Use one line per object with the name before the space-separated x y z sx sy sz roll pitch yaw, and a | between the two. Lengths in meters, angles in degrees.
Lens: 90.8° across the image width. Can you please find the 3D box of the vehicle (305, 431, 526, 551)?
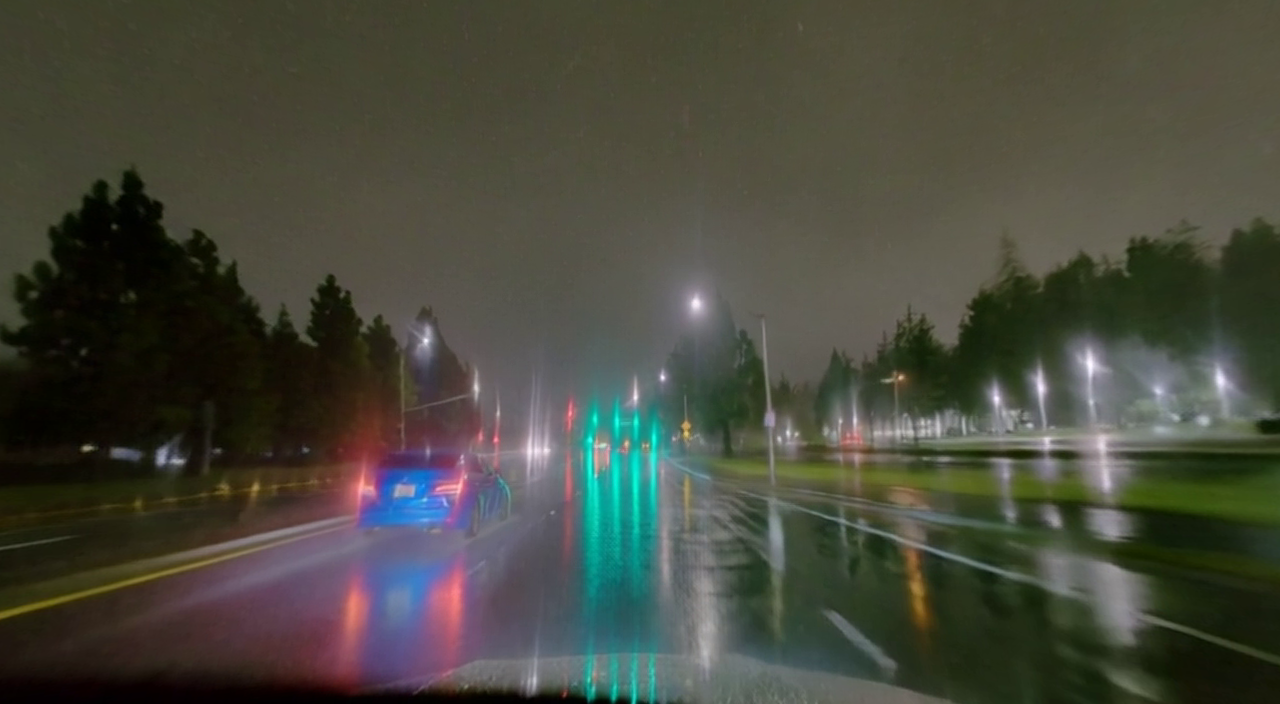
vehicle | -3.170 2.041 9.960 1.964 1.472 4.078 0 -8 0
